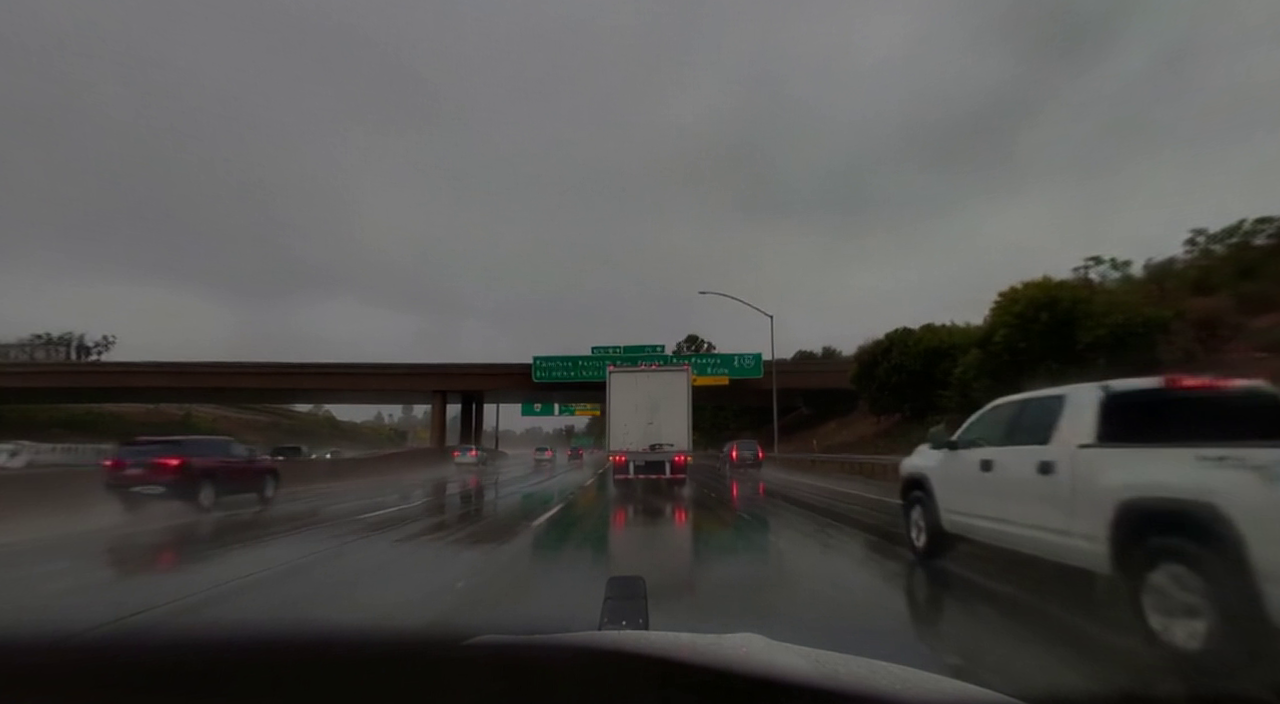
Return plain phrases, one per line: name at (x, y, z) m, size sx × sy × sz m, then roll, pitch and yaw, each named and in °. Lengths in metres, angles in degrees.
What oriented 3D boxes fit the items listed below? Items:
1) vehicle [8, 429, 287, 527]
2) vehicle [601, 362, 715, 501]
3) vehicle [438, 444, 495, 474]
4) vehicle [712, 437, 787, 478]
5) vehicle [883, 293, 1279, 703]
vehicle at (-10.412, 2.679, 14.080) m, size 2.119 × 1.747 × 5.121 m, roll 0°, pitch -9°, yaw -1°
vehicle at (0.236, 2.845, 21.734) m, size 2.916 × 3.584 × 10.841 m, roll 0°, pitch -9°, yaw -2°
vehicle at (-11.029, 6.816, 40.534) m, size 2.217 × 1.797 × 5.226 m, roll 0°, pitch -9°, yaw -1°
vehicle at (4.427, 4.358, 26.328) m, size 2.108 × 1.508 × 4.744 m, roll 0°, pitch -9°, yaw -2°
vehicle at (4.017, 1.026, 4.913) m, size 2.174 × 1.968 × 5.016 m, roll 0°, pitch -9°, yaw 0°
